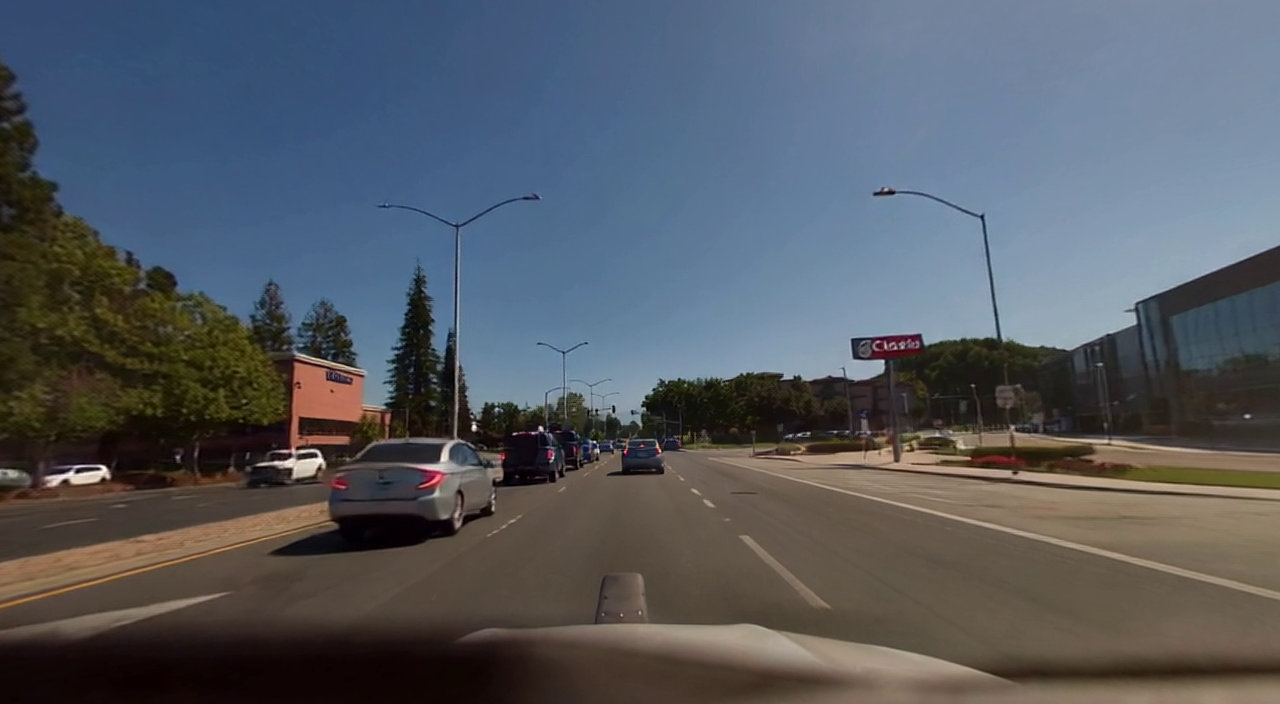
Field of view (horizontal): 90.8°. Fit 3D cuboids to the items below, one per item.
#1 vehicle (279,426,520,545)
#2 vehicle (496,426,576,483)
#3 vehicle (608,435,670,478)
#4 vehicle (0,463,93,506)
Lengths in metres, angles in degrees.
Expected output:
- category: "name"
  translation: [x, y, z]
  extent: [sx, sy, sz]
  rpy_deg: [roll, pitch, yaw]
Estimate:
- category: "vehicle"
  translation: [-3.483, 2.036, 10.305]
  extent: [2.139, 1.487, 4.453]
  rpy_deg: [0, -9, 0]
- category: "vehicle"
  translation: [-3.443, 3.494, 21.745]
  extent: [2.046, 1.751, 4.208]
  rpy_deg: [0, -9, 0]
- category: "vehicle"
  translation: [-0.065, 3.892, 23.708]
  extent: [2.126, 1.475, 3.967]
  rpy_deg: [0, -9, -1]
- category: "vehicle"
  translation: [-28.799, 6.229, 29.480]
  extent: [4.586, 1.682, 2.003]
  rpy_deg: [-3, -8, -4]
